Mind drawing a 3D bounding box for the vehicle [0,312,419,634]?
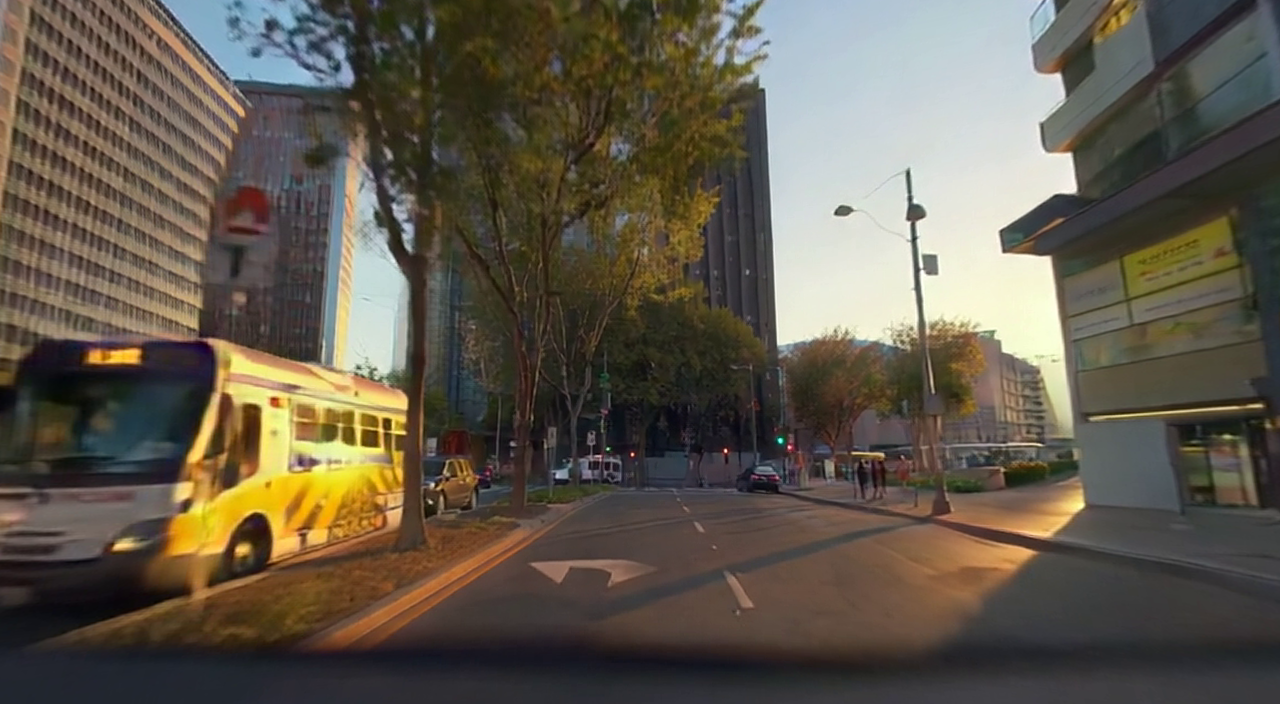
[{"bbox_3d":[-5.098,1.406,8.237,2.268,2.708,5.699,0,-8,1],"label":"vehicle"}]

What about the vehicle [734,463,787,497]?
[{"bbox_3d":[6.354,6.762,33.748,1.888,1.536,4.381,0,-8,-1],"label":"vehicle"}]

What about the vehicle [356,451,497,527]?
[{"bbox_3d":[-4.926,3.185,15.250,1.914,1.530,3.980,0,-8,1],"label":"vehicle"}]
